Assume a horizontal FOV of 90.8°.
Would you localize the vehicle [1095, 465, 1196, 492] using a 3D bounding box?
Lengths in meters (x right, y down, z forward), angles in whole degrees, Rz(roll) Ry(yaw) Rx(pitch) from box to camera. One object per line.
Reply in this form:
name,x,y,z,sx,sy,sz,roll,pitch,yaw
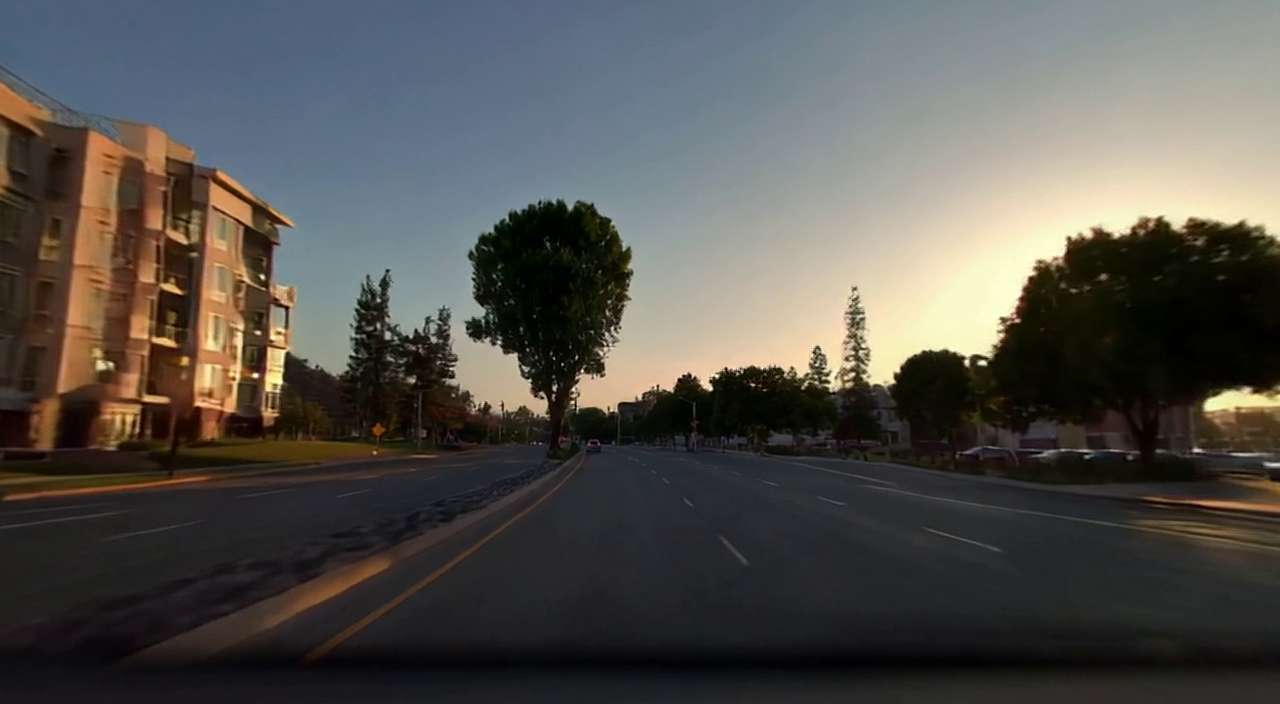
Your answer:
vehicle,30.243,7.588,37.908,4.349,1.499,1.867,0,-9,1
